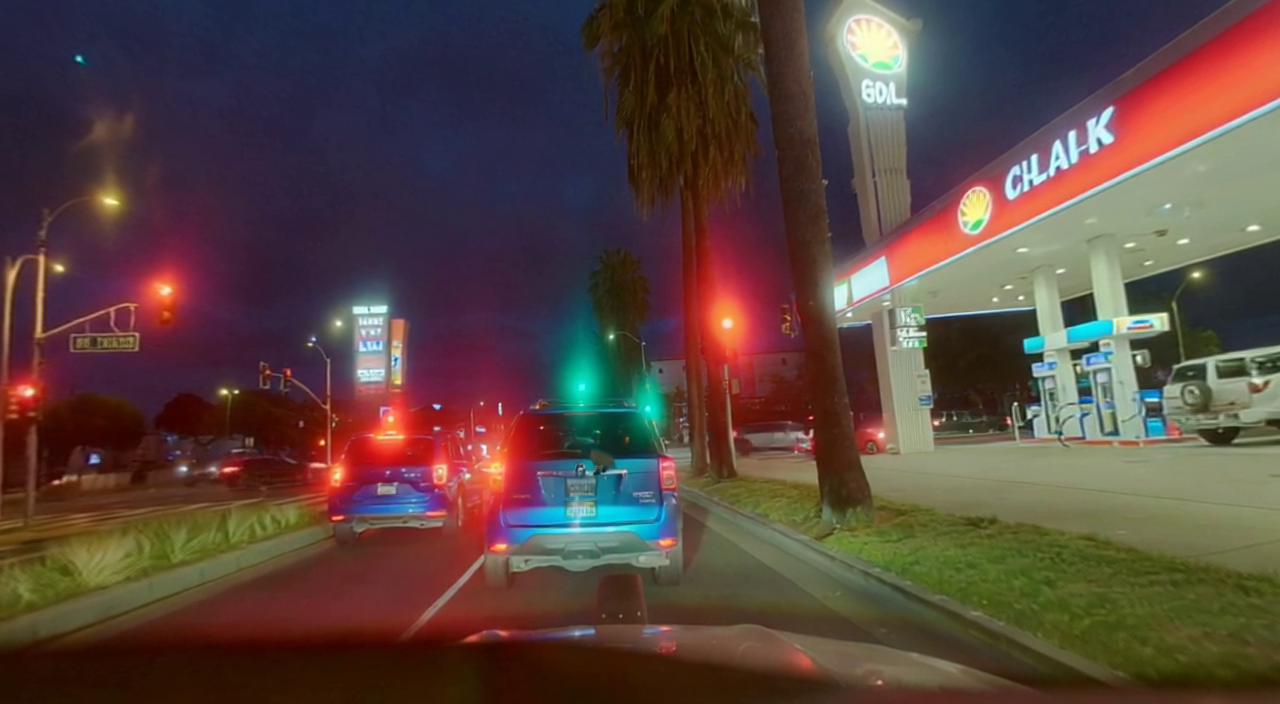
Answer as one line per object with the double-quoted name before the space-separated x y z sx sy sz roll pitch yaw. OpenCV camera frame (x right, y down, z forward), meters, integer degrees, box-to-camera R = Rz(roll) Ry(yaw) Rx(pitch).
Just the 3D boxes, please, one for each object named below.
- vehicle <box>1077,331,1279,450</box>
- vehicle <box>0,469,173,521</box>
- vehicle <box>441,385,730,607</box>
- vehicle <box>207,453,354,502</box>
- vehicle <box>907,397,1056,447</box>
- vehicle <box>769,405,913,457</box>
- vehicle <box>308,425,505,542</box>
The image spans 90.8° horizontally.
"vehicle" 10.302 0.728 10.602 4.420 1.766 2.104 1 -8 -5
"vehicle" -20.858 5.344 23.837 4.660 1.708 2.331 -1 -8 4
"vehicle" -0.634 1.603 8.030 2.519 1.913 4.819 0 -8 -4
"vehicle" -15.673 5.467 27.799 5.026 1.958 2.193 0 -8 -3
"vehicle" 14.463 3.021 27.005 5.033 1.999 2.259 0 -8 -3
"vehicle" 8.411 3.364 26.709 5.307 2.076 2.122 1 -8 -5
"vehicle" -4.011 2.321 11.956 2.097 1.692 5.030 0 -8 -4
